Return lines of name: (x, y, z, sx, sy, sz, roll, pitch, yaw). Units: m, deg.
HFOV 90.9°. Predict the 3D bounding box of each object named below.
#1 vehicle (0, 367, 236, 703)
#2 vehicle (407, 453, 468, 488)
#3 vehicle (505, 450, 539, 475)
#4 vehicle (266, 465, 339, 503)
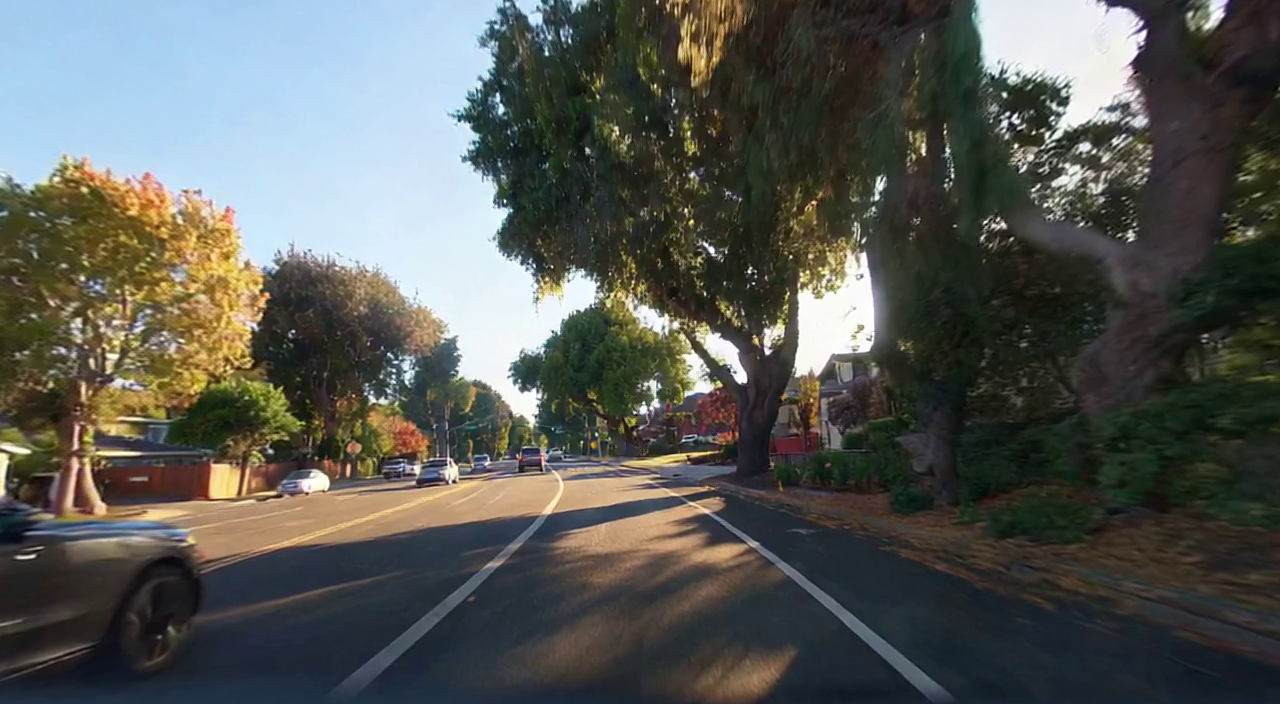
vehicle: (-3.736, 0.794, 1.757, 2.084, 1.701, 4.734, 0, -8, -1)
vehicle: (-9.755, 5.707, 30.686, 1.915, 1.486, 4.349, 1, -9, -6)
vehicle: (-7.864, 7.355, 42.329, 2.060, 1.530, 4.121, 1, -9, -8)
vehicle: (-17.022, 6.618, 31.992, 1.845, 1.428, 4.597, -4, -7, -10)
